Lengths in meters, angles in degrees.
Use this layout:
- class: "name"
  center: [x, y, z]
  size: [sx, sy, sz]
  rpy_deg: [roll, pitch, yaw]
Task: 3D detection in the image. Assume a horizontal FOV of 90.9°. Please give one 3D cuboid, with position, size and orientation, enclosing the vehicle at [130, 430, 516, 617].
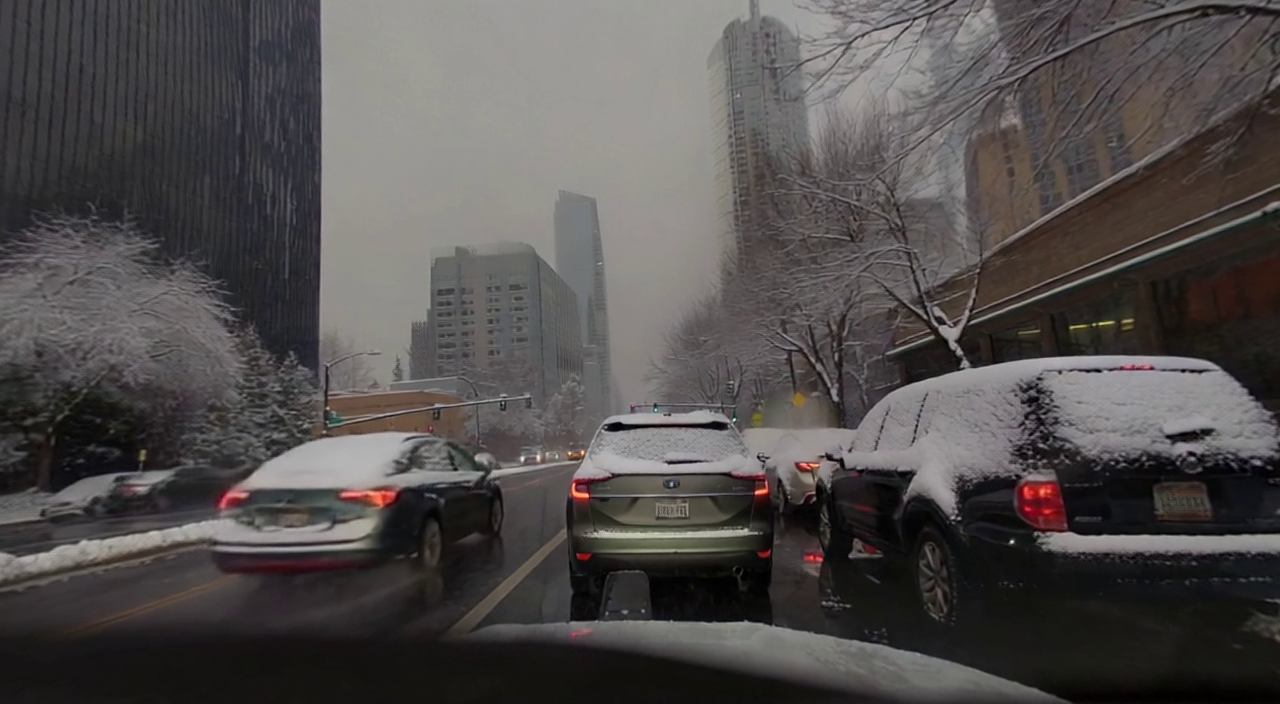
- class: "vehicle"
  center: [-3.029, 1.737, 7.494]
  size: [2.088, 1.483, 4.708]
  rpy_deg: [0, -9, 1]

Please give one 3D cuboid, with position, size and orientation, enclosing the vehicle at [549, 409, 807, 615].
- class: "vehicle"
  center: [0.242, 1.540, 6.865]
  size: [2.045, 1.608, 3.573]
  rpy_deg: [0, -9, -2]

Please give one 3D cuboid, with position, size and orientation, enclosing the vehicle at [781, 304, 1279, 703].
- class: "vehicle"
  center: [2.756, 1.079, 4.914]
  size: [2.117, 1.855, 4.794]
  rpy_deg: [0, -9, -1]

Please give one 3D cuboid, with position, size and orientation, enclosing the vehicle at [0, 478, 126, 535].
- class: "vehicle"
  center: [-22.637, 5.772, 24.030]
  size: [1.975, 1.698, 4.715]
  rpy_deg: [0, -9, 2]
